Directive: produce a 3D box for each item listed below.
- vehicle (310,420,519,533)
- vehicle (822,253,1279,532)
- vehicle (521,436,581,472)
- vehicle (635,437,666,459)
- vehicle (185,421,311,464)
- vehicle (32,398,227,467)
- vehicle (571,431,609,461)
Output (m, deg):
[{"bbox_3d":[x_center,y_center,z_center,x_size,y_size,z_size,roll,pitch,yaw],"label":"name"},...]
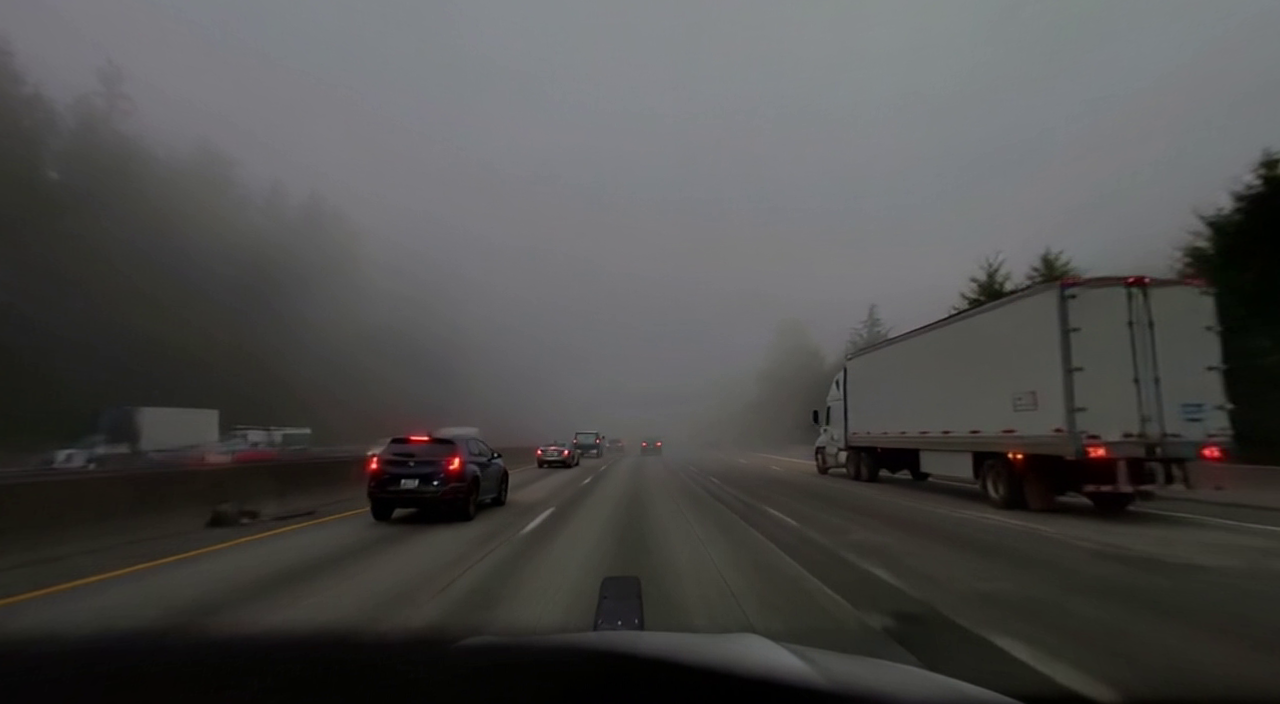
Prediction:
[{"bbox_3d":[-3.648,2.080,11.227,2.137,1.618,4.209,0,-8,0],"label":"vehicle"},{"bbox_3d":[8.275,1.472,16.240,2.866,4.100,14.057,0,-8,-1],"label":"vehicle"},{"bbox_3d":[-3.871,4.487,28.105,2.013,1.460,4.027,0,-8,1],"label":"vehicle"},{"bbox_3d":[0.701,6.557,43.224,2.004,1.465,3.842,0,-8,0],"label":"vehicle"},{"bbox_3d":[-27.450,6.389,44.876,2.707,2.733,9.393,0,-8,2],"label":"vehicle"},{"bbox_3d":[-27.718,4.518,35.124,3.004,3.311,9.145,0,-8,2],"label":"vehicle"},{"bbox_3d":[-3.160,6.027,40.584,2.064,1.826,4.263,0,-8,1],"label":"vehicle"}]
